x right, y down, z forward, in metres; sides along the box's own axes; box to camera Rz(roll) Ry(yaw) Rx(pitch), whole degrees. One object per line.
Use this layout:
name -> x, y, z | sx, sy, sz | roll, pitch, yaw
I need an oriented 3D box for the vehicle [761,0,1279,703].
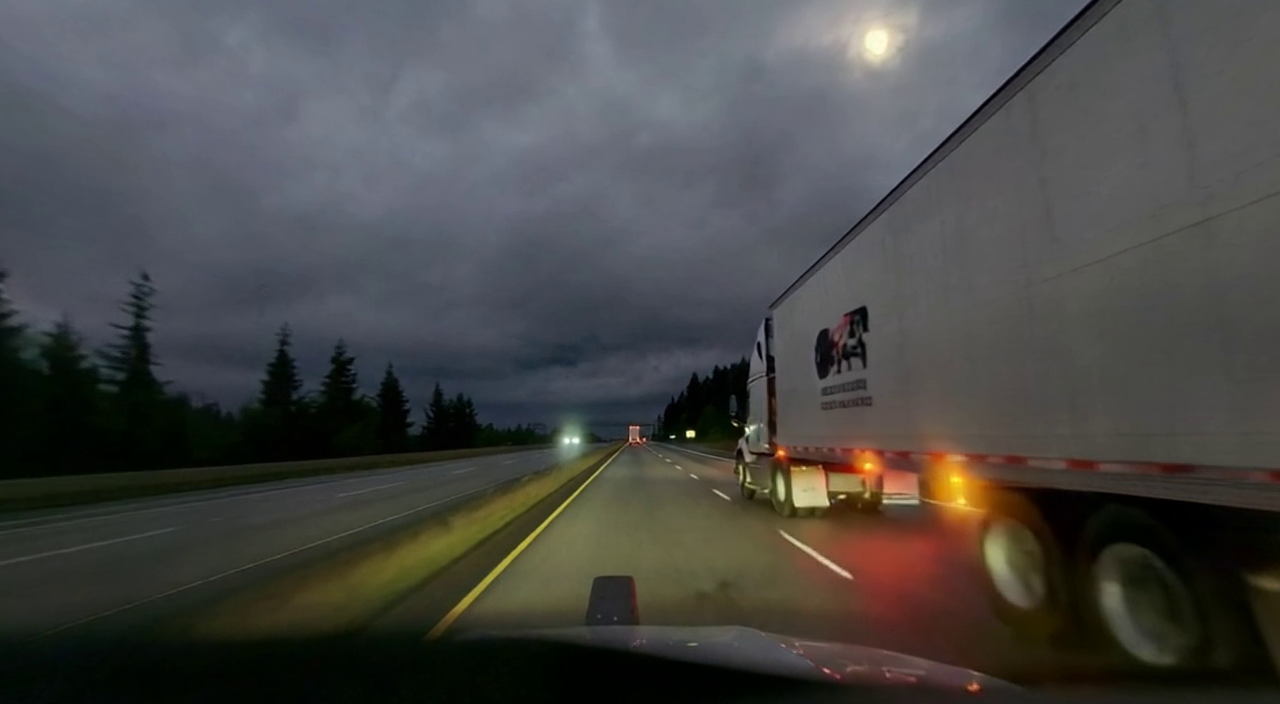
vehicle -> 3.889, 0.231, 6.392 | 2.965, 3.887, 10.328 | 0, -8, -2
